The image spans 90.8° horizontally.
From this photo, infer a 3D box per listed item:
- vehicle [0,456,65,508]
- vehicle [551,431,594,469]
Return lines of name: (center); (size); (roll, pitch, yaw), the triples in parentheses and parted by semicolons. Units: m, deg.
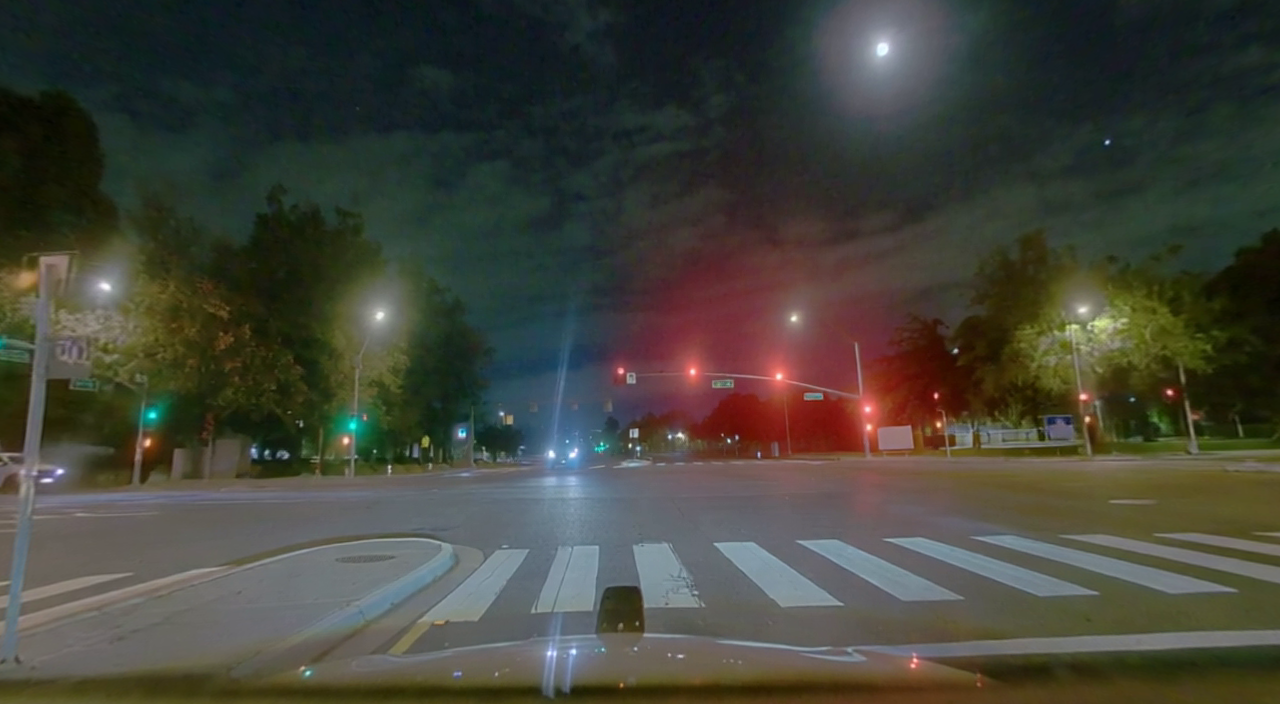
vehicle: (-34.593, 6.937, 34.245); (5.861, 2.543, 2.529); (-4, -9, 22)
vehicle: (-4.608, 6.772, 43.887); (2.465, 2.404, 5.791); (0, -8, -1)
